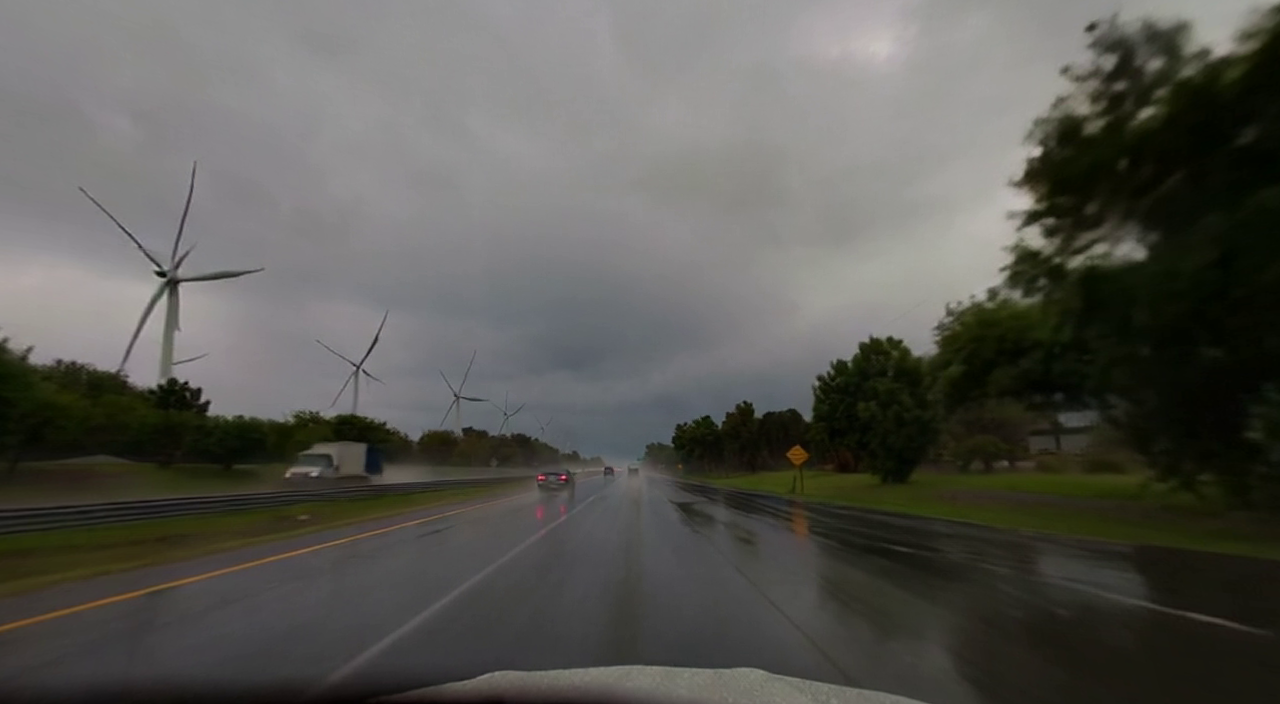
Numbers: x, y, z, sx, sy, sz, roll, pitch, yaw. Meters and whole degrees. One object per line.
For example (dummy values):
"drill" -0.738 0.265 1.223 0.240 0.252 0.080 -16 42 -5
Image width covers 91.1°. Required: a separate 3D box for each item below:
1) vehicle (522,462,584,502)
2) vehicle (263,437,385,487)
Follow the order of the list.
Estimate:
"vehicle" -3.564 5.394 26.354 2.001 1.486 4.104 1 -11 0
"vehicle" -16.916 6.060 34.403 2.631 2.373 7.899 1 -11 -1
